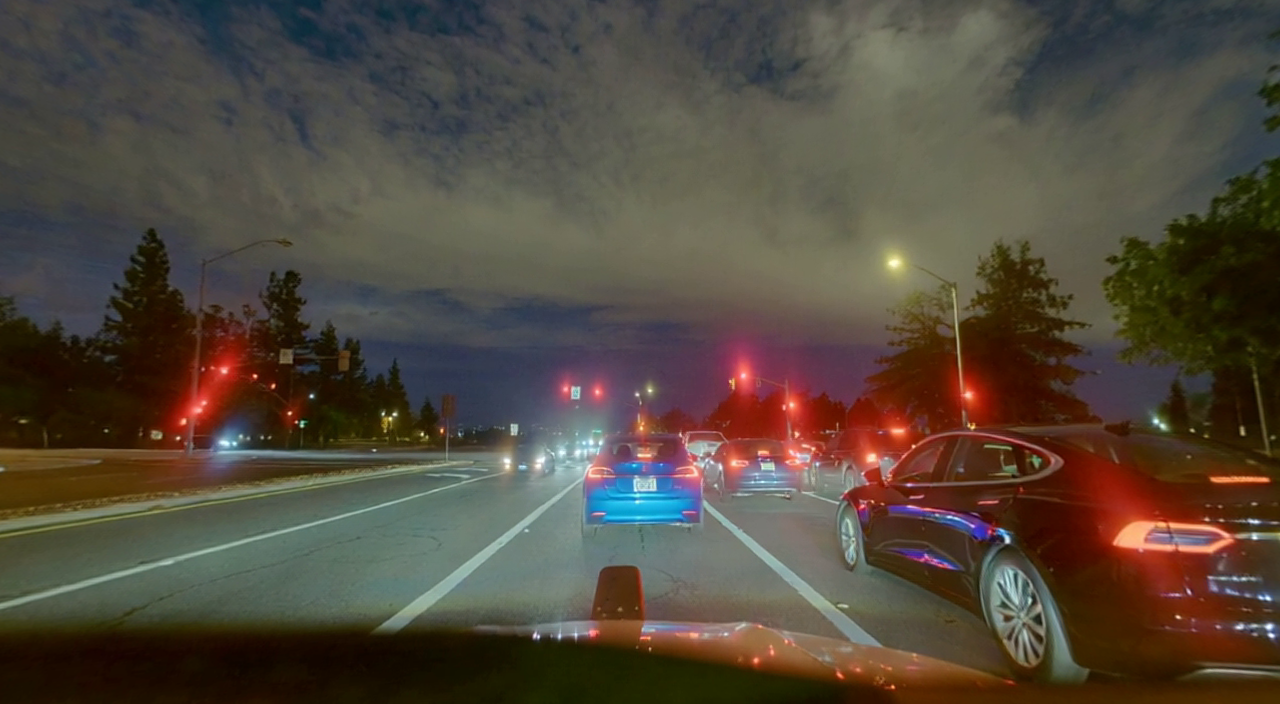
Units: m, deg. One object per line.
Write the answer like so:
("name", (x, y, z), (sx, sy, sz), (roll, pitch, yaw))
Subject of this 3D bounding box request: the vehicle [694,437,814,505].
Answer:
("vehicle", (2.698, 2.932, 16.037), (2.058, 1.466, 4.208), (0, -8, -3))

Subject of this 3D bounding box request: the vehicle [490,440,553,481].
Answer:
("vehicle", (-4.633, 4.290, 25.273), (1.972, 1.457, 4.171), (0, -8, -4))

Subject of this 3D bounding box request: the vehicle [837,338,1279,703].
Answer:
("vehicle", (3.191, 1.106, 4.295), (2.167, 1.676, 4.443), (0, -8, -1))

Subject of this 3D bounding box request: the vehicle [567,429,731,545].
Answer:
("vehicle", (0.029, 2.087, 10.481), (2.147, 1.499, 4.240), (0, -8, -2))

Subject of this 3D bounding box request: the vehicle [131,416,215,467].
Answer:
("vehicle", (-29.260, 5.617, 39.706), (2.608, 2.990, 3.026), (2, -8, 3))
